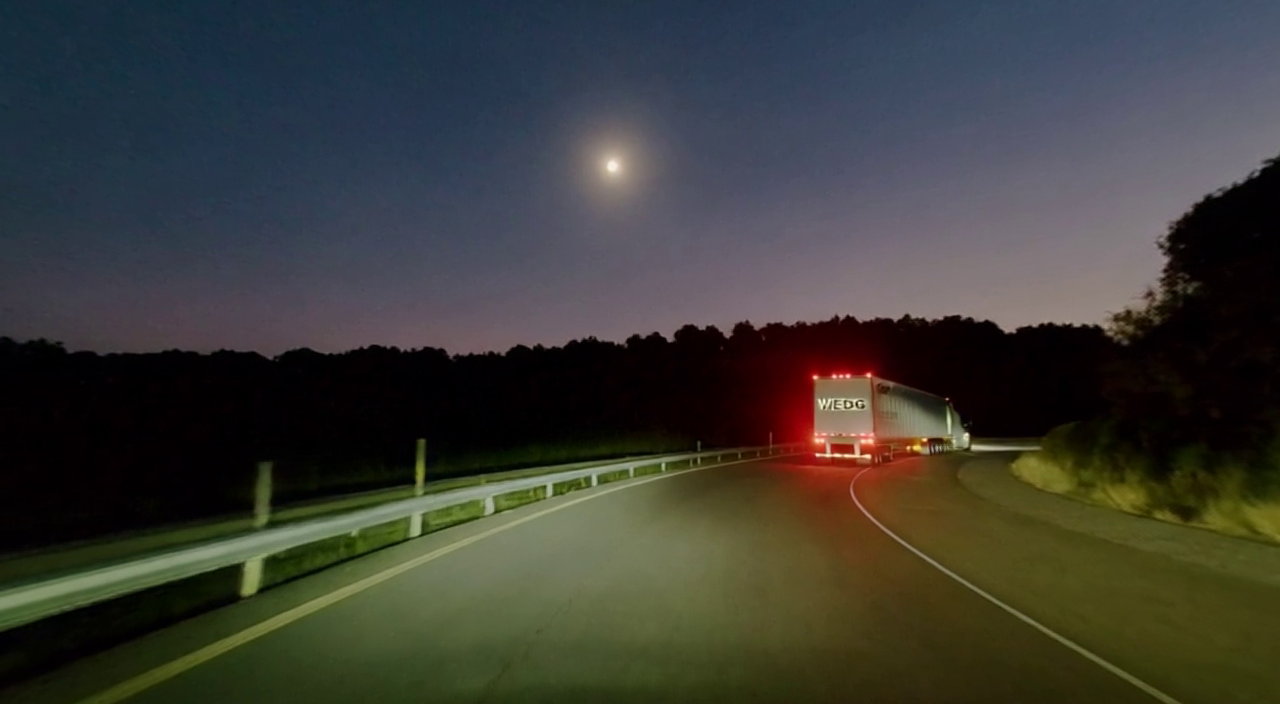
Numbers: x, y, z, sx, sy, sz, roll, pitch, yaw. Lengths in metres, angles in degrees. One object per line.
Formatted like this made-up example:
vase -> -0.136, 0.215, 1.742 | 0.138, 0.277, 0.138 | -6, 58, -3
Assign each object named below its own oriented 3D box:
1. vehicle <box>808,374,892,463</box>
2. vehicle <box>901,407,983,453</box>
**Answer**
vehicle -> 9.620, 3.071, 28.743 | 2.963, 3.771, 3.137 | -4, -9, 29
vehicle -> 18.457, 4.783, 38.180 | 6.650, 2.524, 2.120 | 8, -11, -43
